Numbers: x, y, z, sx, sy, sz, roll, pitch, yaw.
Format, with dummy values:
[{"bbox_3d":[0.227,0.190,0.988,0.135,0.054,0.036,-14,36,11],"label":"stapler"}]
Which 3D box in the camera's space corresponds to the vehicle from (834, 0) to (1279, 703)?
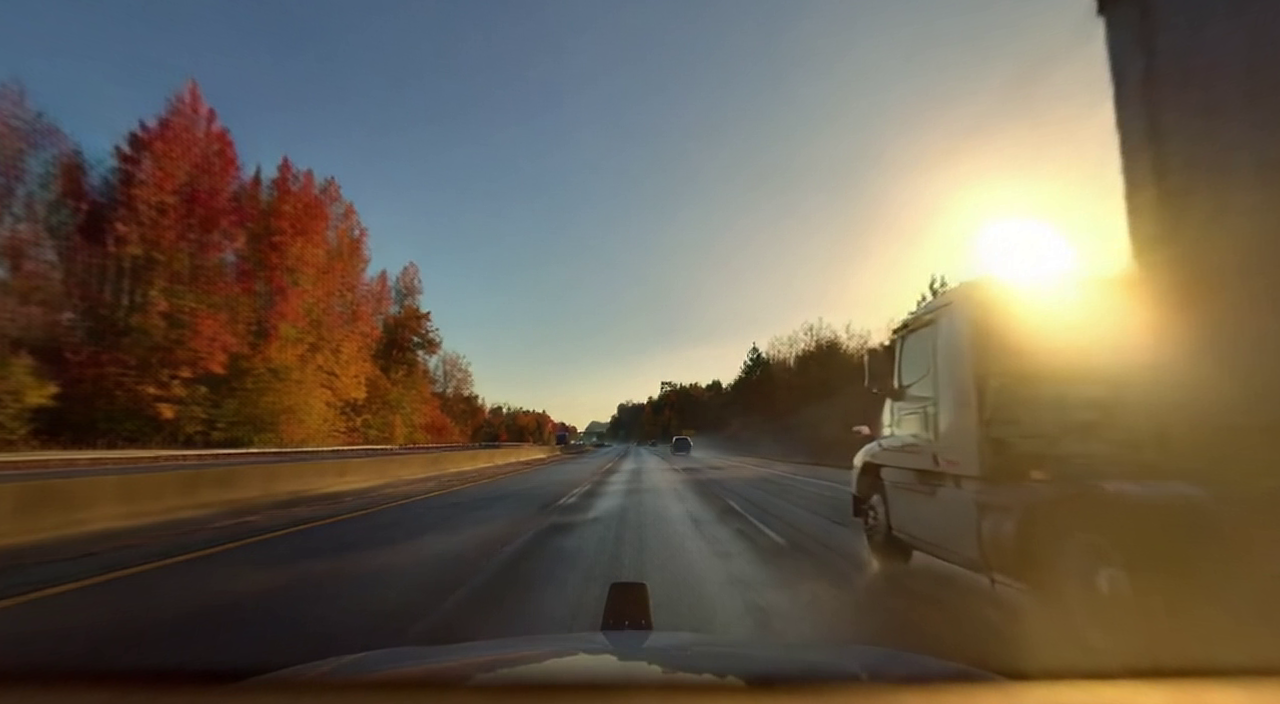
[{"bbox_3d":[3.938,-0.553,1.574,2.903,4.003,13.046,0,-8,1],"label":"vehicle"}]
